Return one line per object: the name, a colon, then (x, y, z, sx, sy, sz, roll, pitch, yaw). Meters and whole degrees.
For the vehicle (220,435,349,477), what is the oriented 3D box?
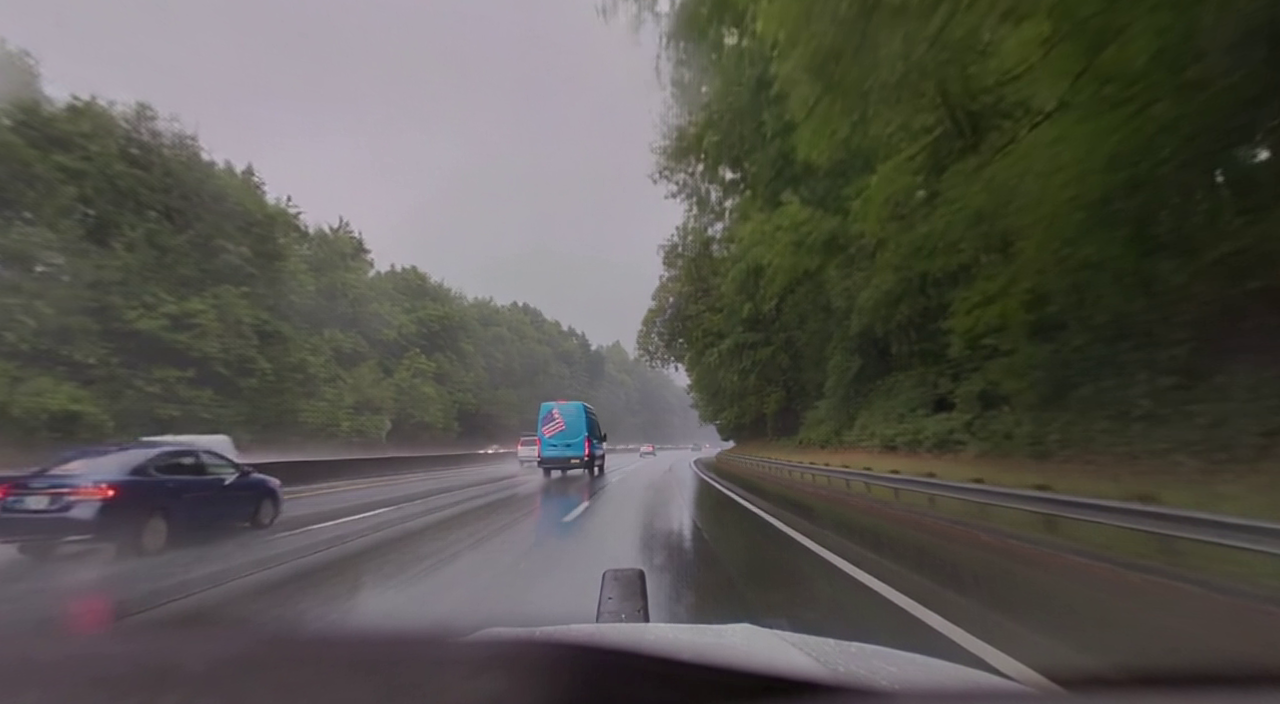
vehicle: (-16.136, 4.757, 29.163, 2.295, 1.738, 5.899, -1, -8, 3)

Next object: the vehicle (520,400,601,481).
vehicle: (-2.986, 3.550, 25.263, 2.319, 2.883, 5.632, 0, -8, 2)

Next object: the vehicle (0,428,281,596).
vehicle: (-6.473, 1.657, 7.320, 1.947, 1.438, 4.440, 0, -8, 1)
